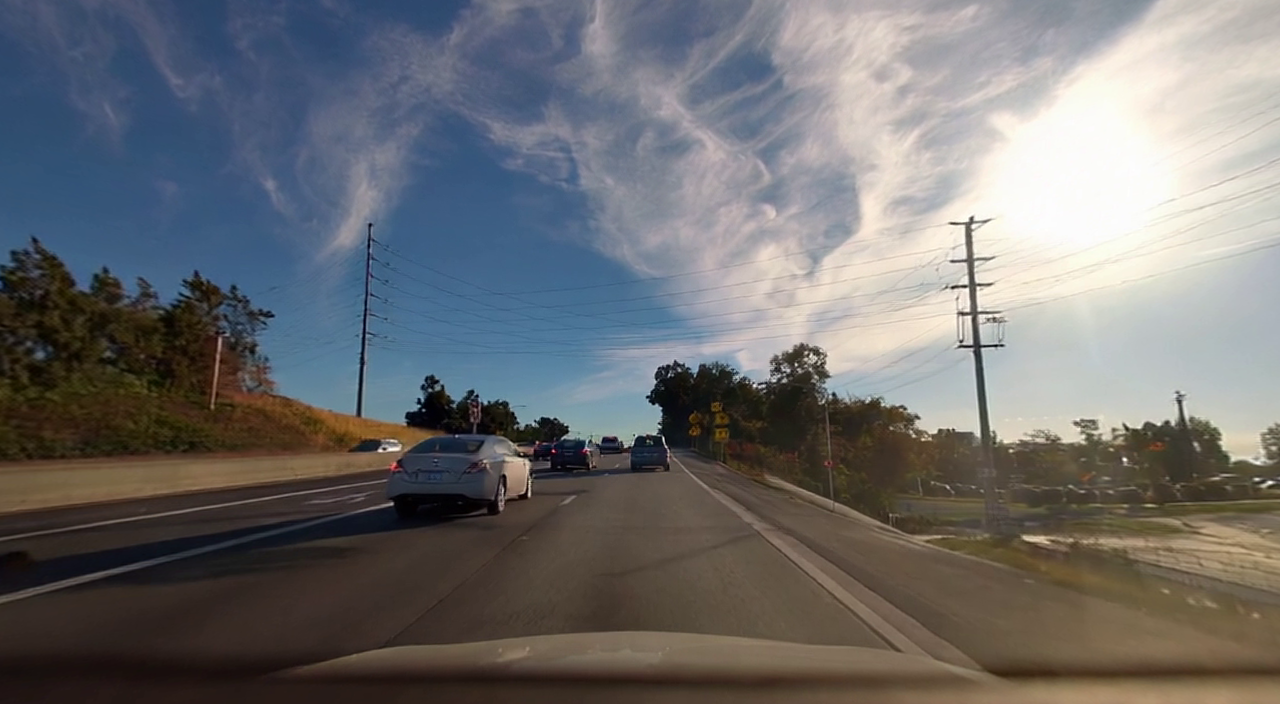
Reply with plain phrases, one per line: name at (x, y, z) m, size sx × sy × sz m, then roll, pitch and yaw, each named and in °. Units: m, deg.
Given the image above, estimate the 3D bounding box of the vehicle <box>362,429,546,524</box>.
vehicle at (-3.259, 2.286, 12.166) m, size 2.092 × 1.464 × 4.466 m, roll 0°, pitch -8°, yaw 1°

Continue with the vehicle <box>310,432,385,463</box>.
vehicle at (-16.365, 5.384, 35.593) m, size 1.923 × 1.636 × 4.542 m, roll 0°, pitch -8°, yaw 2°

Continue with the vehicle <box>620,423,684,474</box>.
vehicle at (0.478, 3.801, 24.855) m, size 2.319 × 1.813 × 4.274 m, roll 0°, pitch -8°, yaw 1°

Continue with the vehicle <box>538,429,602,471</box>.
vehicle at (-2.970, 4.312, 27.833) m, size 2.051 × 1.695 × 4.731 m, roll -1°, pitch -8°, yaw 3°
